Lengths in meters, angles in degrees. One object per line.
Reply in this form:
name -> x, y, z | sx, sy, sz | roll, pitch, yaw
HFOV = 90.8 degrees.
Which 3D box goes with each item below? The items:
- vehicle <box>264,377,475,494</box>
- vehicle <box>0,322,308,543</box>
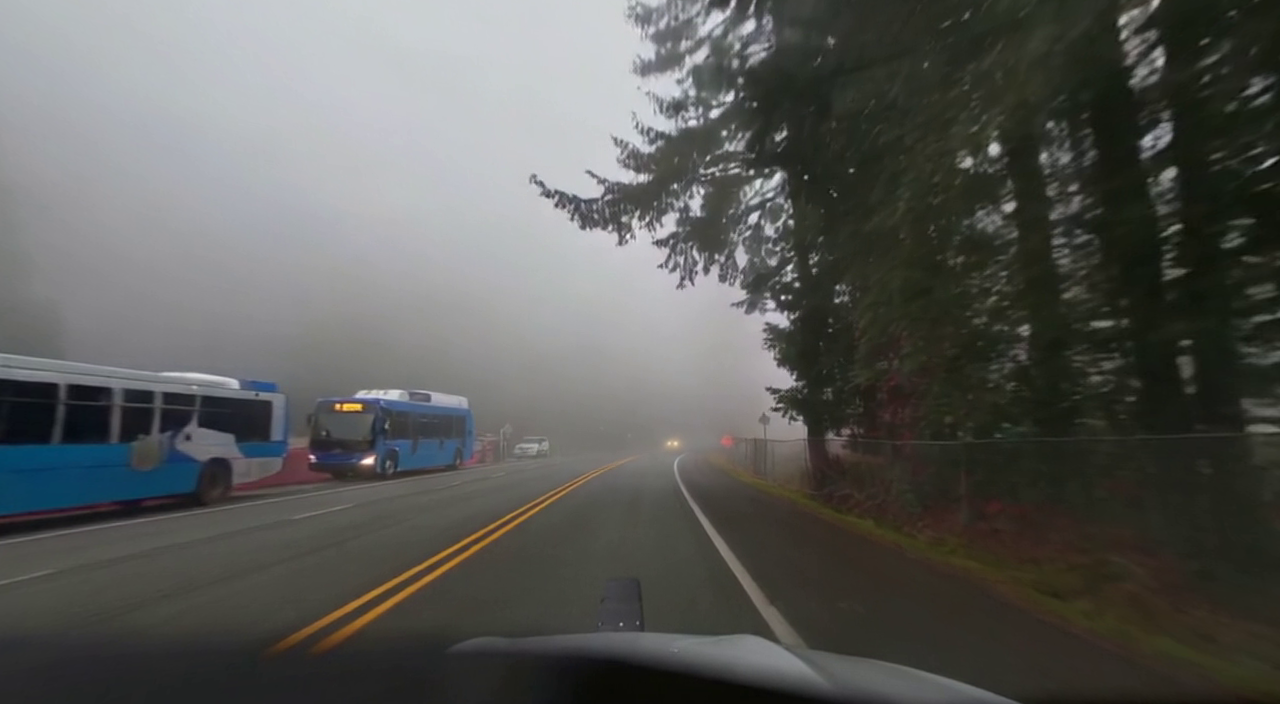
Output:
vehicle -> -10.344, 3.445, 26.470 | 3.092, 3.562, 12.230 | -4, -7, 2
vehicle -> -10.861, 1.557, 11.851 | 3.057, 3.290, 9.617 | -2, -8, 7
